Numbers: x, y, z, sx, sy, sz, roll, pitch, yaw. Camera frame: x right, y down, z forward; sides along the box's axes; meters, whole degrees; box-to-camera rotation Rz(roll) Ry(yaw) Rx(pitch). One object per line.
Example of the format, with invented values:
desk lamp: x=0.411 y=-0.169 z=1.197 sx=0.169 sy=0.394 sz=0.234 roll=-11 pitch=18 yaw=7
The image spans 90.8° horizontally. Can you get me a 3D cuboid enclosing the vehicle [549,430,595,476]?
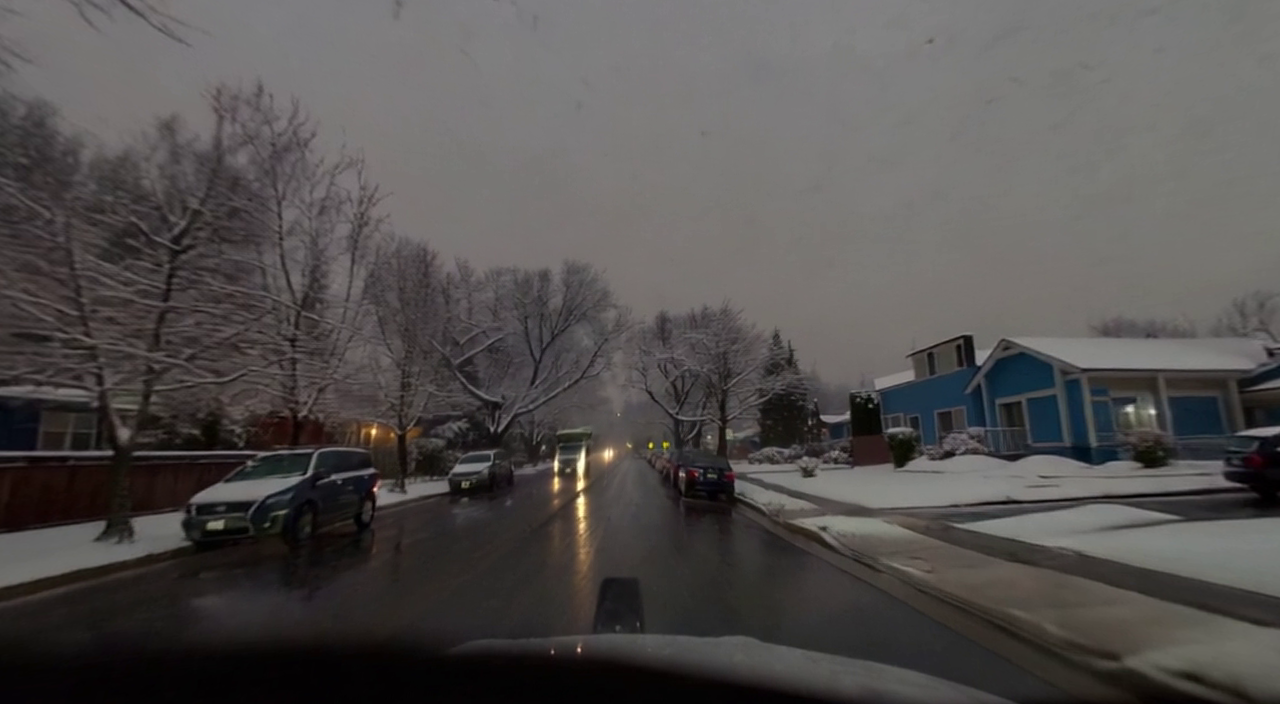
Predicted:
vehicle: x=-4.377 y=6.647 z=41.714 sx=2.469 sy=2.819 sz=6.393 roll=0 pitch=-9 yaw=-2

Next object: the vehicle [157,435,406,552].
vehicle: x=-6.150 y=2.444 z=11.628 sx=2.033 sy=1.721 sz=4.328 roll=0 pitch=-9 yaw=0

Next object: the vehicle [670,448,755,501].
vehicle: x=2.179 y=3.841 z=20.243 sx=1.996 sy=1.516 sz=4.122 roll=0 pitch=-9 yaw=-4

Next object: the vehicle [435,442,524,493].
vehicle: x=-6.512 y=4.736 z=26.349 sx=2.265 sy=1.876 sz=5.371 roll=0 pitch=-9 yaw=0
